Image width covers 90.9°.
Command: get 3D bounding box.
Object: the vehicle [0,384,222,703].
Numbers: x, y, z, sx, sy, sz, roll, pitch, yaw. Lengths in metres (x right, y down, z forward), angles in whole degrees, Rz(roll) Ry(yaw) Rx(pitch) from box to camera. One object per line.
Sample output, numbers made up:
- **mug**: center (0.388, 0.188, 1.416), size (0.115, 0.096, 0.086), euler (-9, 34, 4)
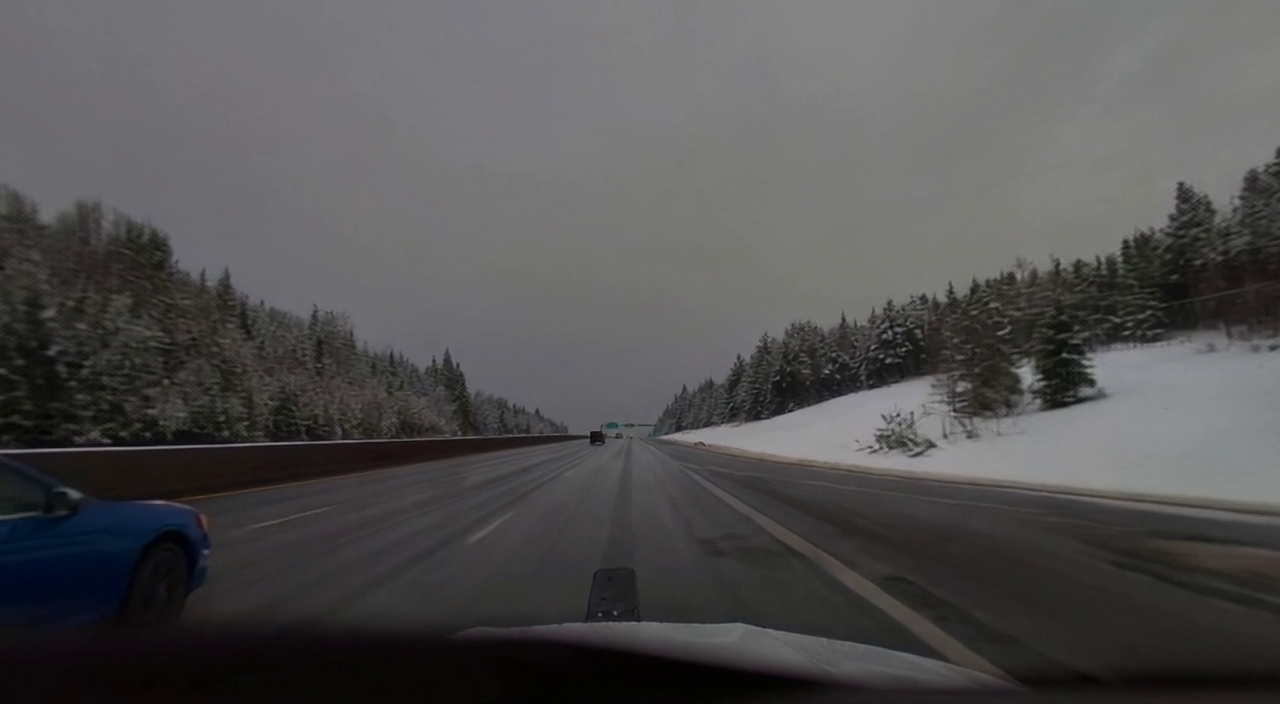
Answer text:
- **vehicle**: center (-3.794, 0.800, 1.976), size (2.026, 1.517, 4.325), euler (0, -8, -1)
